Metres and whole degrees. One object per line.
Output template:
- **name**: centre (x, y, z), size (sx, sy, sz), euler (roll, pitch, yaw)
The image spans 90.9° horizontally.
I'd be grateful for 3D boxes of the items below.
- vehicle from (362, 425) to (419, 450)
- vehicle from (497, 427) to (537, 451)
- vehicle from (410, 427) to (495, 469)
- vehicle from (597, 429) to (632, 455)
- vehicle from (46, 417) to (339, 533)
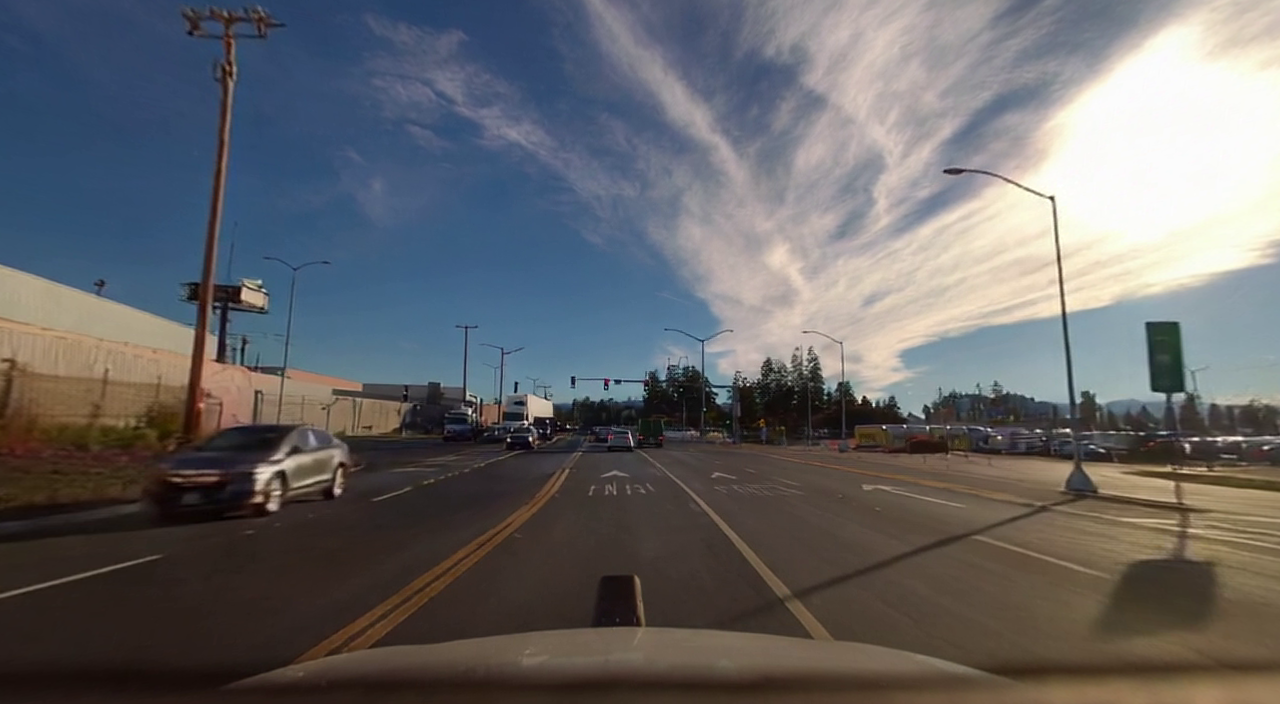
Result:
- **vehicle**: centre (-16.056, 5.494, 40.448), size (2.032, 1.536, 4.158), euler (7, -10, -40)
- **vehicle**: centre (-8.294, 5.919, 42.828), size (1.966, 1.506, 4.417), euler (0, -8, -3)
- **vehicle**: centre (-7.177, 3.713, 24.590), size (2.028, 1.495, 4.532), euler (0, -8, -2)
- **vehicle**: centre (-1.560, 5.563, 39.012), size (2.060, 1.491, 3.873), euler (0, -8, -2)
- **vehicle**: centre (-6.778, 1.870, 10.211), size (1.847, 1.501, 3.942), euler (0, -8, 0)
